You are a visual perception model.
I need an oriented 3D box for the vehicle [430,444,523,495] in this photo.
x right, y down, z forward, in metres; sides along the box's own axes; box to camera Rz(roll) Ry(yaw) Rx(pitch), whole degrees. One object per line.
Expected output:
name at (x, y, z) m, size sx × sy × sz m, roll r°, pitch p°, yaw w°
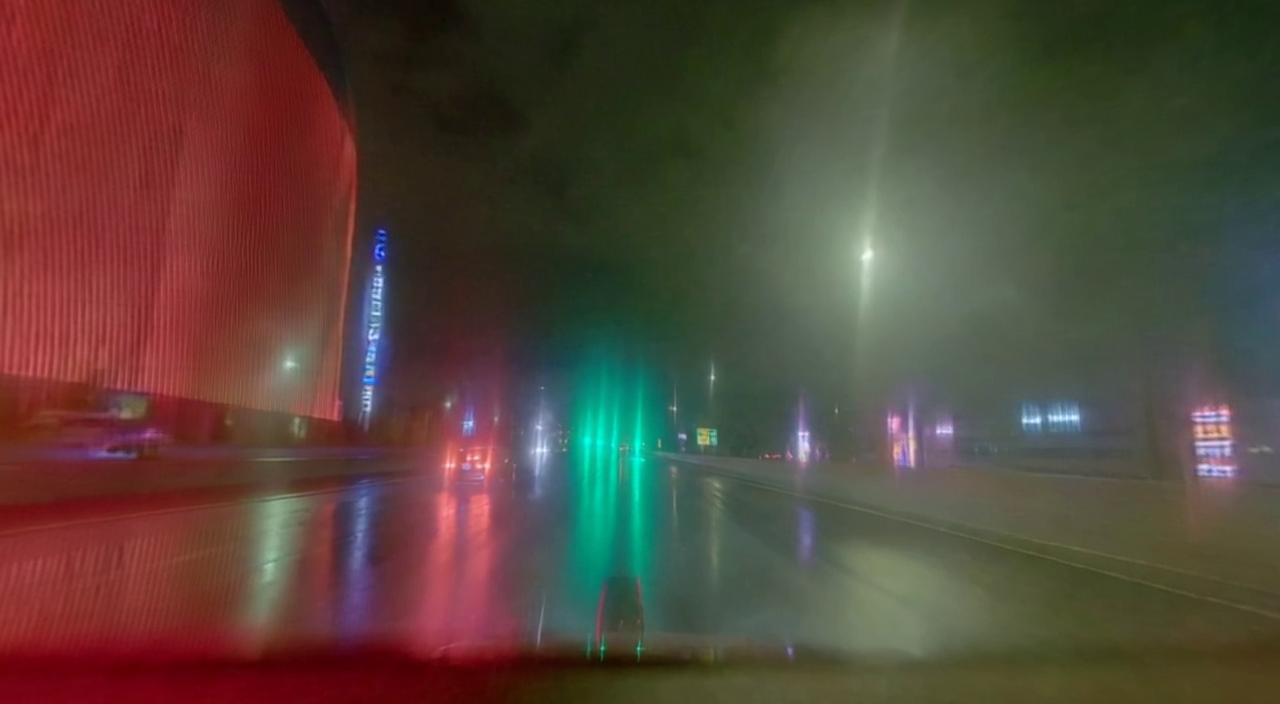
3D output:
vehicle at (-5.332, 3.872, 21.166) m, size 1.943 × 1.510 × 4.201 m, roll 0°, pitch -9°, yaw 0°
